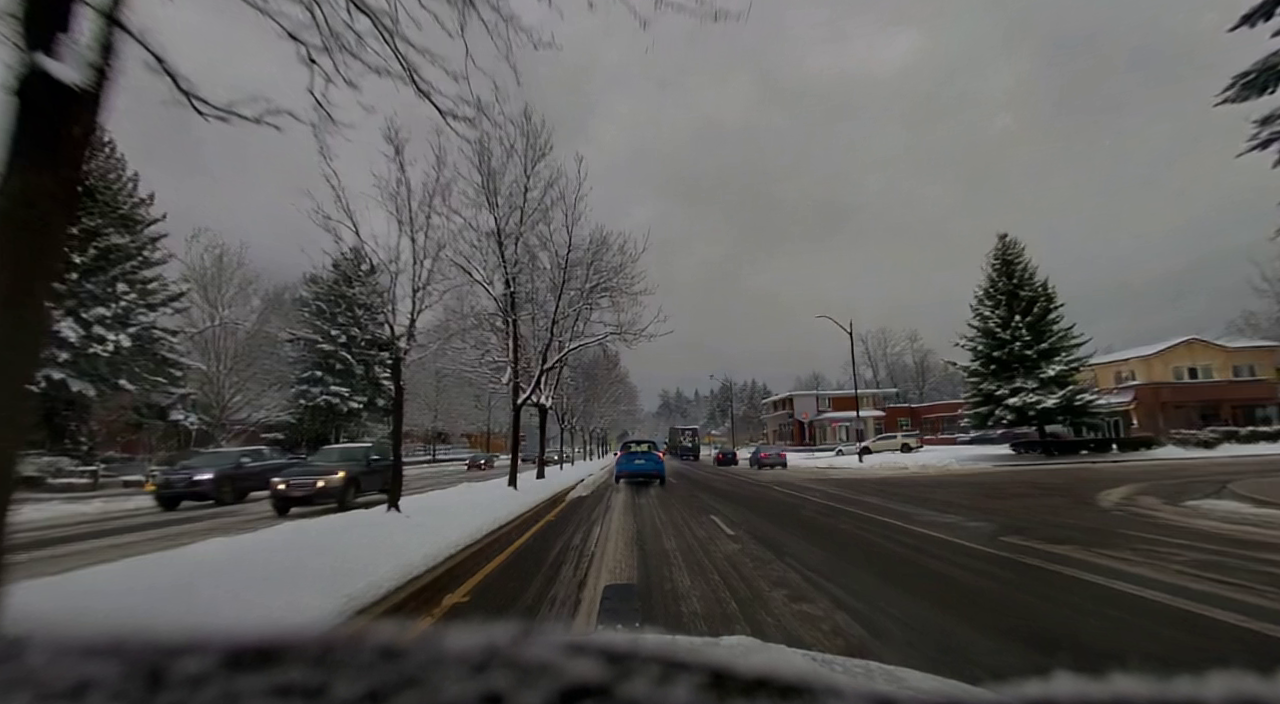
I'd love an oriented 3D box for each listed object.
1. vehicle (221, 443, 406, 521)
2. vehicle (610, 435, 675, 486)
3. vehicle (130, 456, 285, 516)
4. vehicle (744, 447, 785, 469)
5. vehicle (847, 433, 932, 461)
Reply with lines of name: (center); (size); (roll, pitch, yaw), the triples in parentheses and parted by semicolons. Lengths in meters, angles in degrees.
vehicle: (-7.918, 3.165, 15.978); (2.127, 1.660, 4.607); (0, -9, 1)
vehicle: (0.042, 4.114, 24.284); (2.266, 1.762, 4.131); (0, -9, -1)
vehicle: (-13.106, 4.051, 19.536); (1.992, 1.556, 4.035); (0, -9, -2)
vehicle: (9.036, 7.752, 46.262); (2.045, 1.484, 4.342); (0, -9, -1)
vehicle: (19.621, 7.517, 49.907); (5.677, 2.171, 2.393); (-1, -9, 4)
